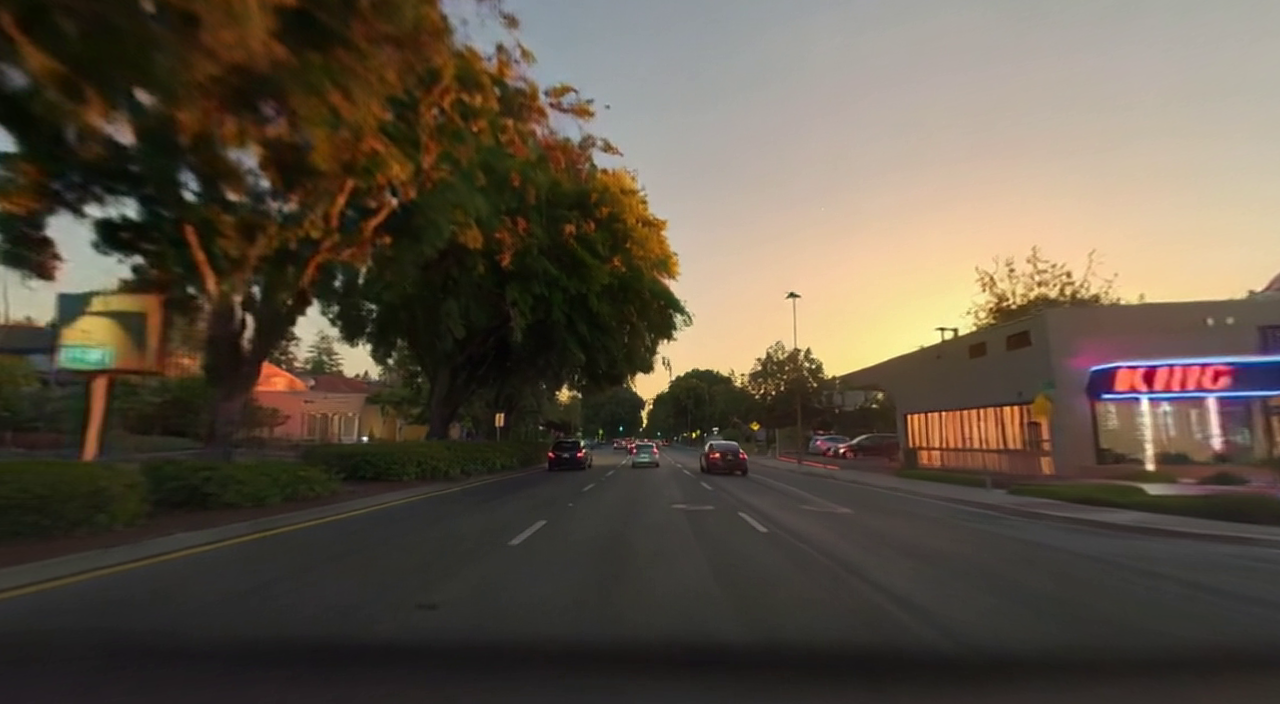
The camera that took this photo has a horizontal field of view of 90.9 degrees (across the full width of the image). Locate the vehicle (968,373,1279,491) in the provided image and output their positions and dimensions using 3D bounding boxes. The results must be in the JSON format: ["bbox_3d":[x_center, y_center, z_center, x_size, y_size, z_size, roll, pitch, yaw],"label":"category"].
[{"bbox_3d":[14.680,2.383,18.382,8.343,3.028,3.002,-1,-10,3],"label":"vehicle"}]

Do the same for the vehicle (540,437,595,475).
[{"bbox_3d":[-3.255,4.765,29.106,1.995,1.607,4.086,0,-8,1],"label":"vehicle"}]

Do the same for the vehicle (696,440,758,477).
[{"bbox_3d":[3.730,4.664,27.824,2.012,1.462,4.400,0,-8,-1],"label":"vehicle"}]

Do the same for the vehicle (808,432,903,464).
[{"bbox_3d":[13.503,6.082,39.796,5.144,1.834,2.188,-2,-9,2],"label":"vehicle"}]

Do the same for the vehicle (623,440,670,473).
[{"bbox_3d":[0.283,4.998,30.377,2.059,1.477,4.216,0,-8,0],"label":"vehicle"}]
